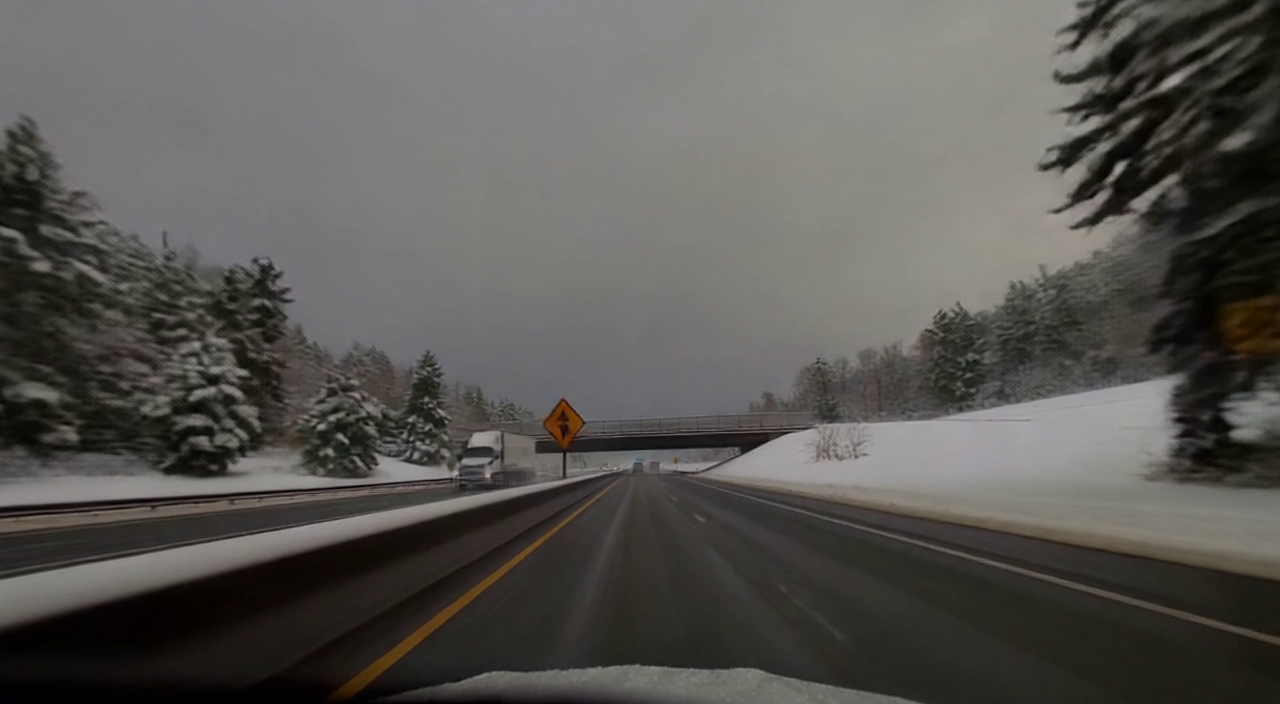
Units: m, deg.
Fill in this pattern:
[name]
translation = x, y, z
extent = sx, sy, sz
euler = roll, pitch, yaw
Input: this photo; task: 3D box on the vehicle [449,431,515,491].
[vehicle]
translation = -11.339, 7.991, 45.997
extent = 3.027, 3.994, 6.031
euler = 1, -10, 1
